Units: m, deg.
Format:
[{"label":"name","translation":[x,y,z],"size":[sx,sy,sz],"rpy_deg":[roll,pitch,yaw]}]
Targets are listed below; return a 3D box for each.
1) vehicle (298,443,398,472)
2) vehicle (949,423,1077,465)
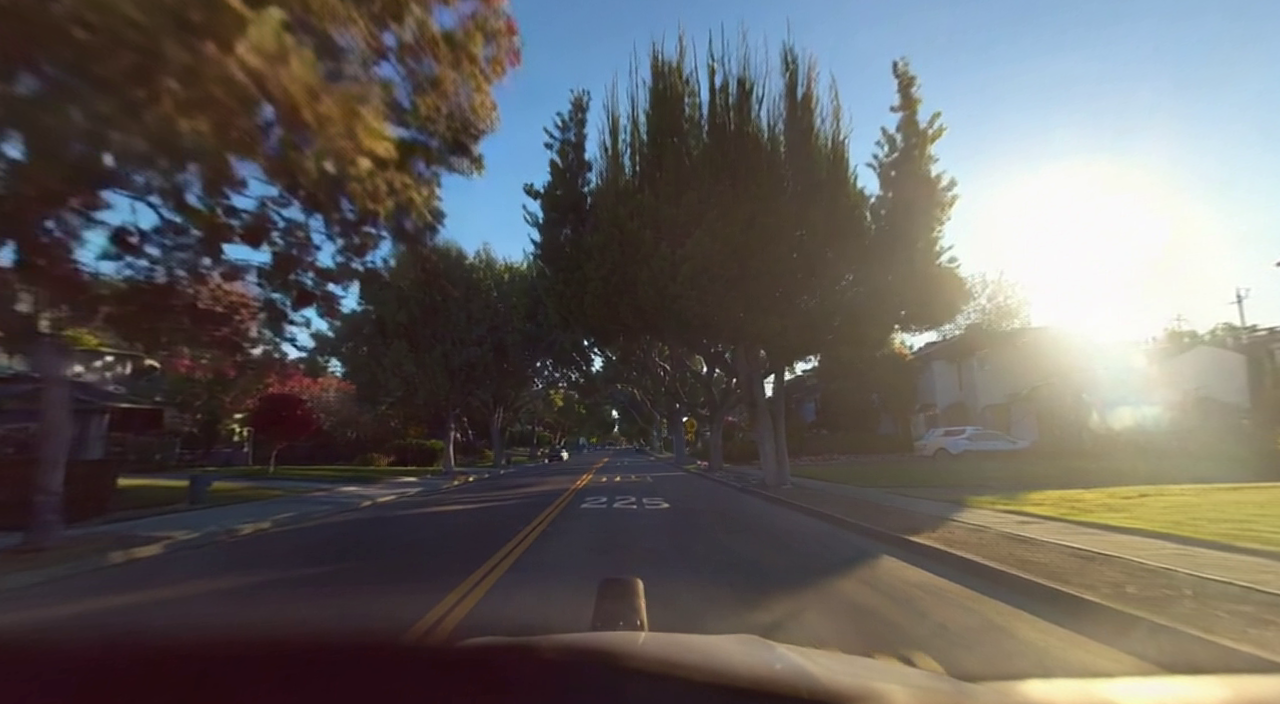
[{"label":"vehicle","translation":[-15.455,5.625,33.657],"size":[4.388,1.449,1.882],"rpy_deg":[0,-9,-3]},{"label":"vehicle","translation":[15.845,3.933,26.987],"size":[4.198,1.697,1.984],"rpy_deg":[1,-9,-5]}]
